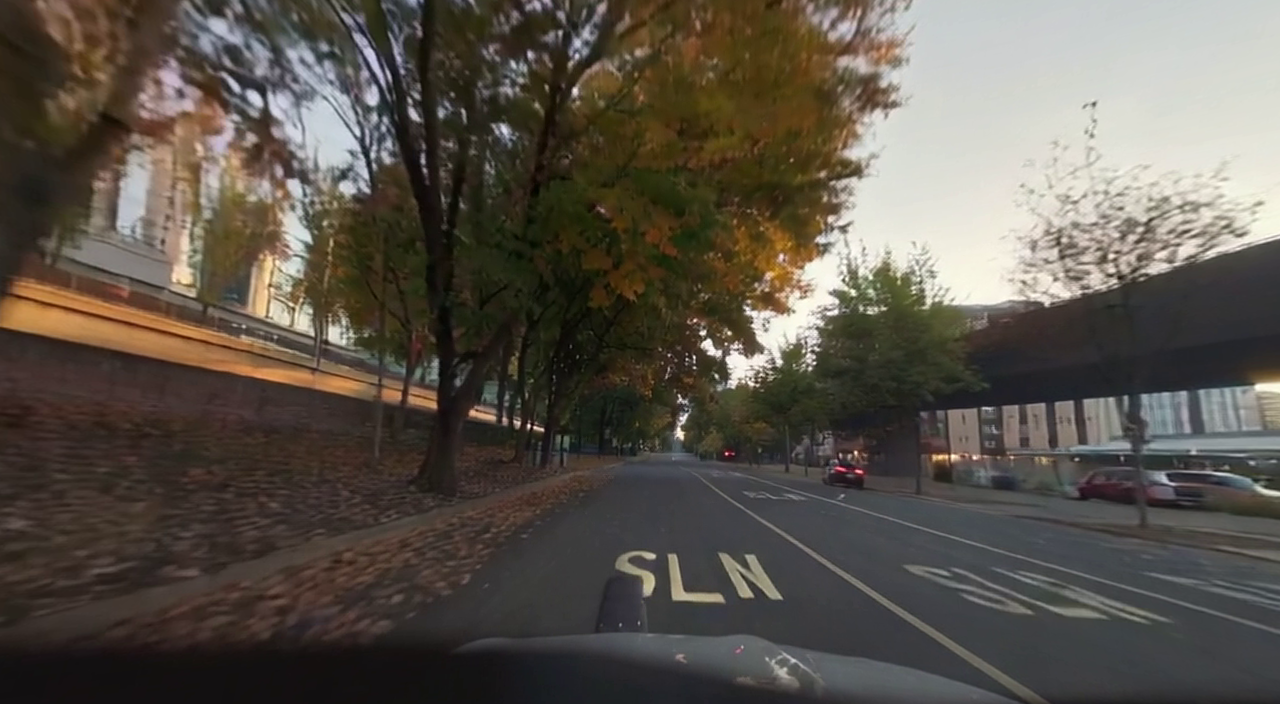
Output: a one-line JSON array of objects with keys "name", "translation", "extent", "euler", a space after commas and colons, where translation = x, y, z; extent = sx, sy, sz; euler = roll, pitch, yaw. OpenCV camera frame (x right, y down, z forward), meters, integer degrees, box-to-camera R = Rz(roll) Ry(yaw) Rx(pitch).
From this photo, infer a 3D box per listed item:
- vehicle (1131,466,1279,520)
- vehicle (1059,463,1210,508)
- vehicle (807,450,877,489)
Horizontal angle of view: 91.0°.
[{"name": "vehicle", "translation": [19.692, 4.660, 21.001], "extent": [4.635, 1.552, 2.334], "euler": [0, -9, 2]}, {"name": "vehicle", "translation": [18.612, 5.028, 23.838], "extent": [4.089, 1.519, 1.920], "euler": [1, -9, -1]}, {"name": "vehicle", "translation": [10.572, 6.166, 33.373], "extent": [2.187, 1.871, 4.576], "euler": [1, -9, 0]}]
